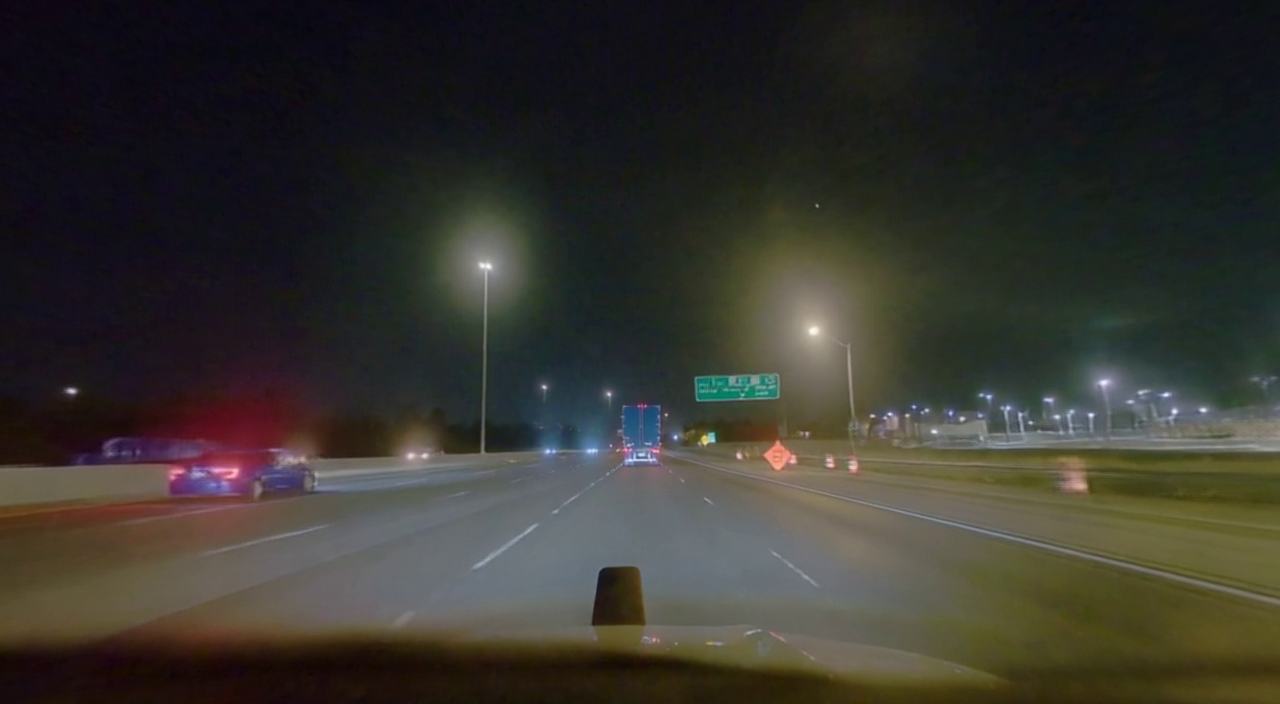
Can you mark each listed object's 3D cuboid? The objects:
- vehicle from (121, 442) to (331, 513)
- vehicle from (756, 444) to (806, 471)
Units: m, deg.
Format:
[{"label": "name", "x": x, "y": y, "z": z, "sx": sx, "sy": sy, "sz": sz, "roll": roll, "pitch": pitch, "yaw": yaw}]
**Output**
[{"label": "vehicle", "x": -10.385, "y": 3.157, "z": 16.450, "sx": 2.096, "sy": 1.538, "sz": 4.998, "roll": 0, "pitch": -9, "yaw": 0}, {"label": "vehicle", "x": 9.685, "y": 7.288, "z": 43.655, "sx": 2.065, "sy": 1.698, "sz": 4.882, "roll": 0, "pitch": -9, "yaw": -3}]
